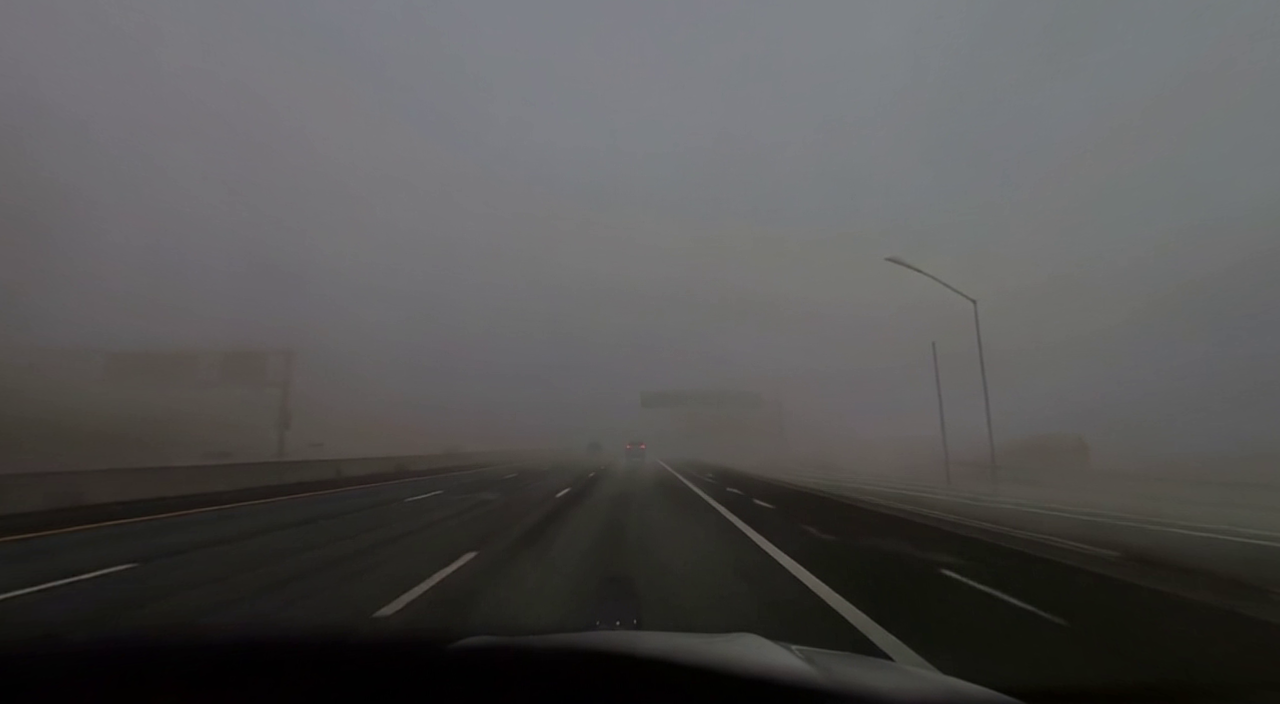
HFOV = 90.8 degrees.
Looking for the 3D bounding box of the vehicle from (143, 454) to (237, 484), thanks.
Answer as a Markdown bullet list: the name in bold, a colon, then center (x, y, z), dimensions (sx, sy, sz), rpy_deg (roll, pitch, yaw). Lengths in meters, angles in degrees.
- **vehicle**: center (-25.071, 6.507, 35.422), dimensions (1.833, 1.487, 4.643), rpy_deg (0, -8, 0)
